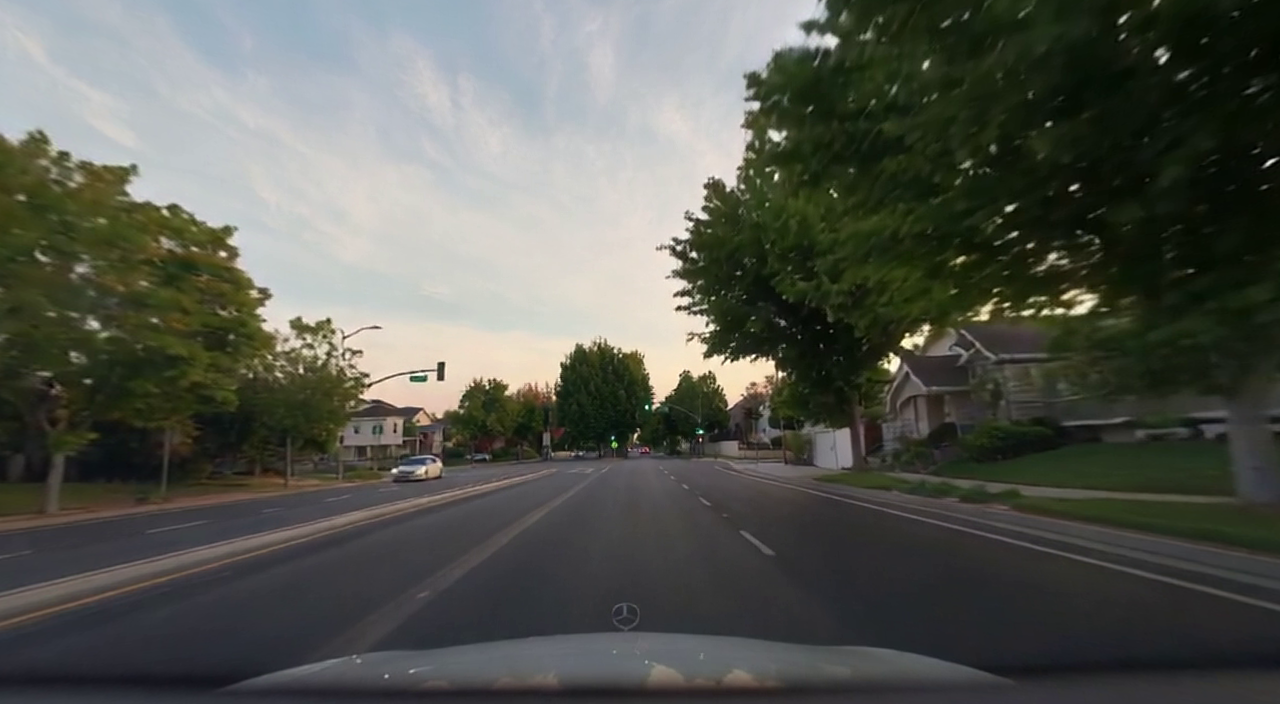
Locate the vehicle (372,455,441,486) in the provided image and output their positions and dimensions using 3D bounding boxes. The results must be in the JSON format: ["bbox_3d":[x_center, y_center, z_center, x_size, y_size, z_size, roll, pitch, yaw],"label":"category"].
[{"bbox_3d":[-12.672,6.449,34.646,1.923,1.516,4.735,0,-9,0],"label":"vehicle"}]
